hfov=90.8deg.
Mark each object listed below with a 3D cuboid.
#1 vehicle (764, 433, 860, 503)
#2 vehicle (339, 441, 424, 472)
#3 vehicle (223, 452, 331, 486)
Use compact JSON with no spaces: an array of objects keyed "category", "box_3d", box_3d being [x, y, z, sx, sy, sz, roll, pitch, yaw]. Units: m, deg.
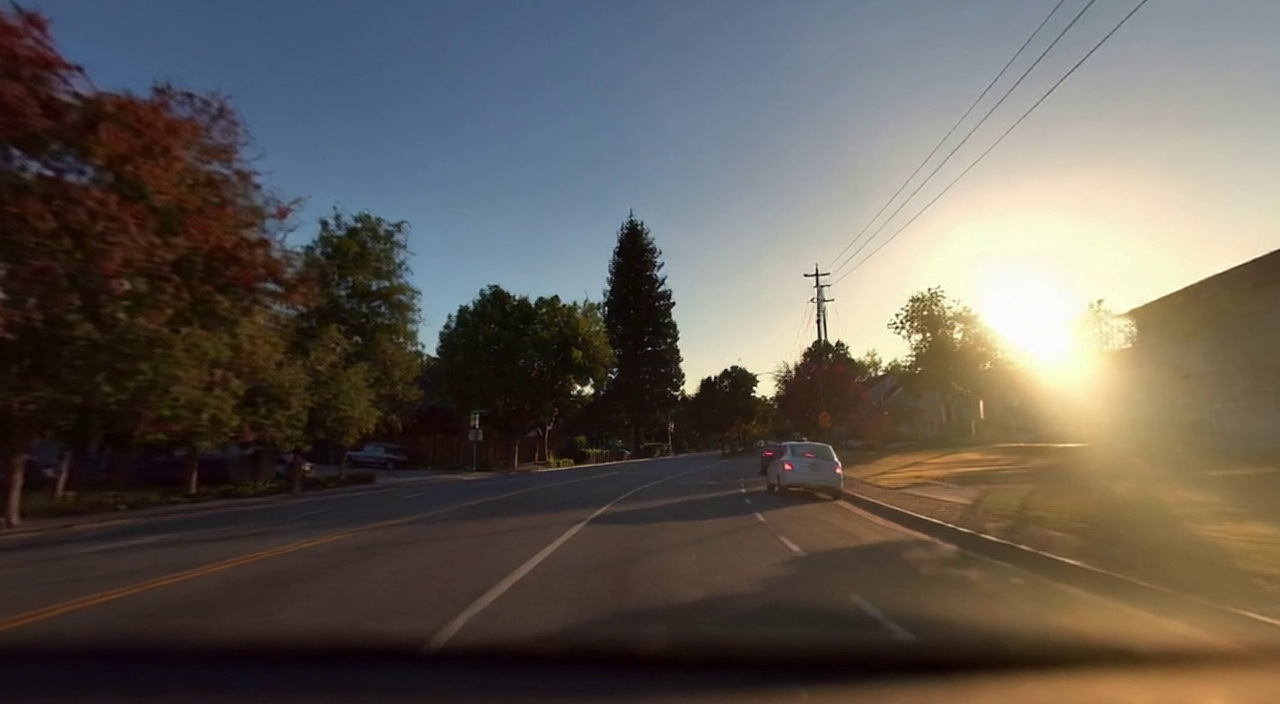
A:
[{"category":"vehicle","box_3d":[4.914,3.349,18.687,1.989,1.782,4.351,-1,-9,6]},{"category":"vehicle","box_3d":[-18.290,7.387,44.782,5.134,2.110,2.040,-1,-9,6]},{"category":"vehicle","box_3d":[-17.469,5.597,30.467,4.284,1.549,1.828,-2,-9,12]}]
